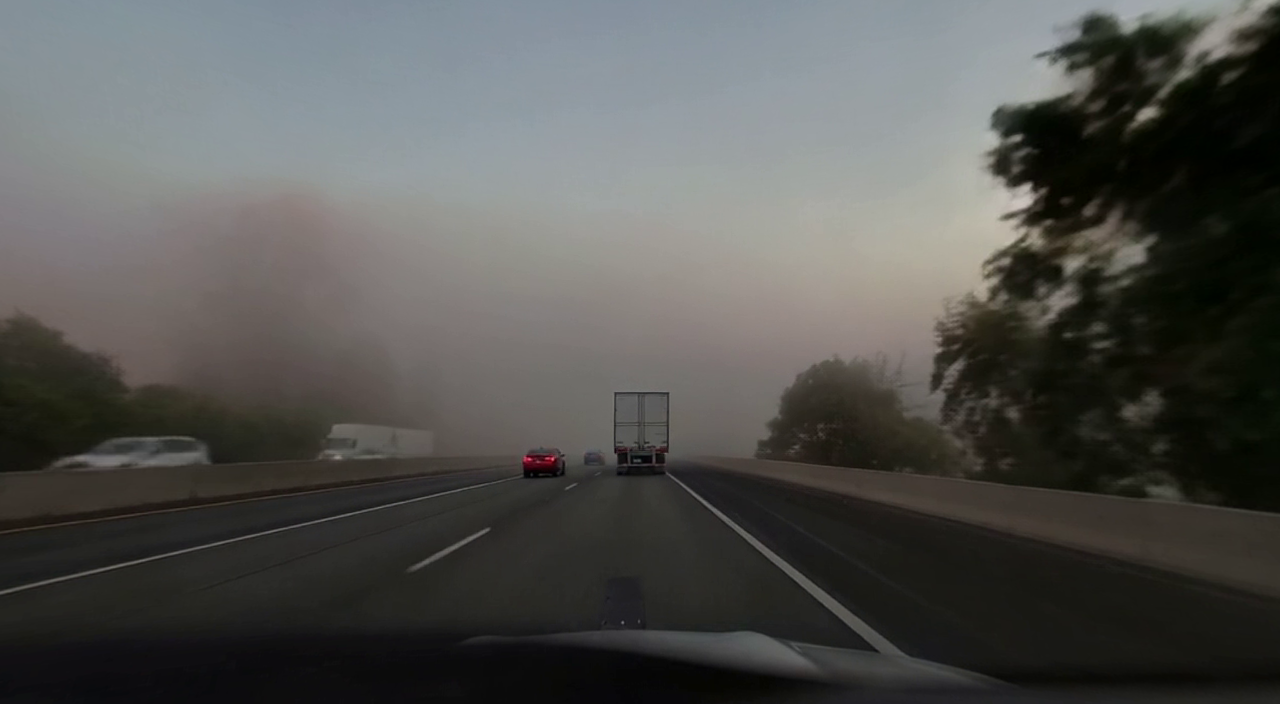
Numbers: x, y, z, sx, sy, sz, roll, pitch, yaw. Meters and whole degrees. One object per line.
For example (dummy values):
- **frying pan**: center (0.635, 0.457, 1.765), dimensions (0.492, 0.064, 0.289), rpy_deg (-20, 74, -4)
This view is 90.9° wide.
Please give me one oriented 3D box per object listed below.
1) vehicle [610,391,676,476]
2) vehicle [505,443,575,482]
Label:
- **vehicle**: center (0.068, 4.434, 33.350), dimensions (2.959, 3.828, 9.617), rpy_deg (0, -9, -1)
- **vehicle**: center (-4.174, 4.728, 27.150), dimensions (2.206, 1.478, 4.824), rpy_deg (0, -9, 1)
